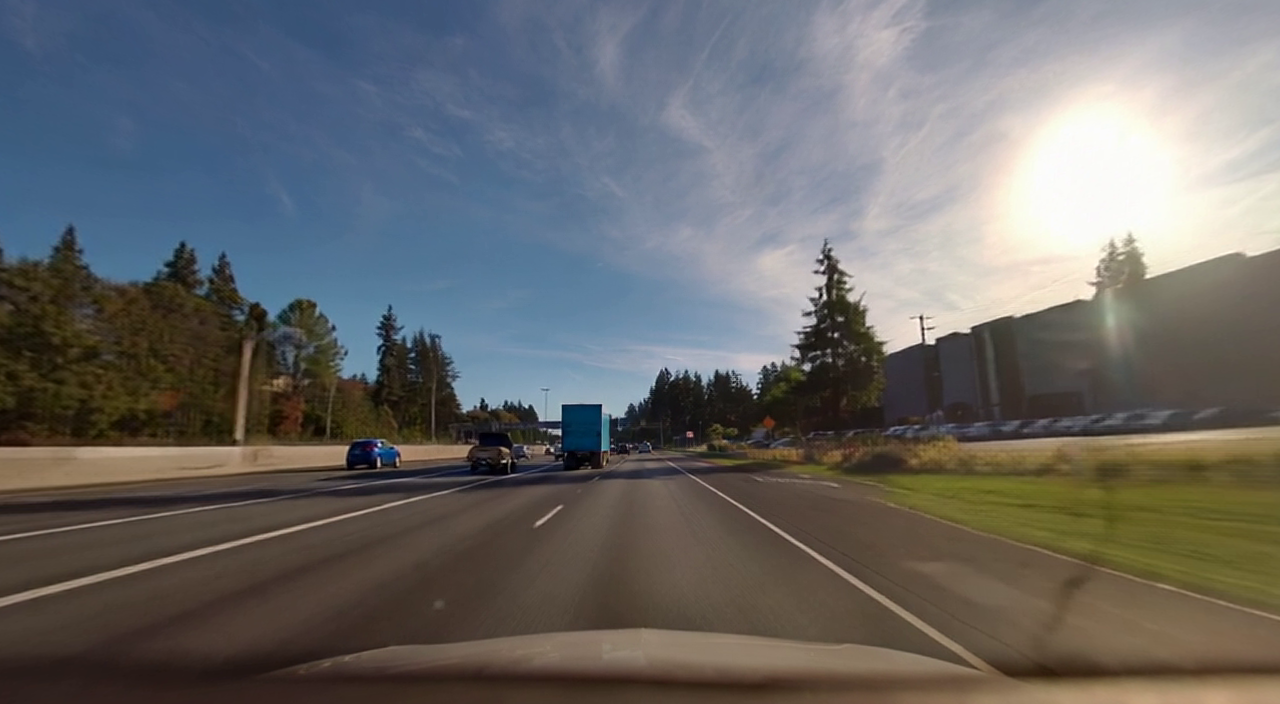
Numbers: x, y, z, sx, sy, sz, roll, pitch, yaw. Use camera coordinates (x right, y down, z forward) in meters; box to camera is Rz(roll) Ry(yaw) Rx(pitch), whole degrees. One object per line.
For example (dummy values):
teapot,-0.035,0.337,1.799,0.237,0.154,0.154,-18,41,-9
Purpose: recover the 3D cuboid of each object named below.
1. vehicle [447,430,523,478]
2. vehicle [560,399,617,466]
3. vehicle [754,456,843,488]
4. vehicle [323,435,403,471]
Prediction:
vehicle,-6.337,4.232,26.408,2.058,1.840,4.443,0,-8,0
vehicle,-3.332,5.820,44.689,2.905,4.037,12.921,0,-8,0
vehicle,5.526,4.237,22.462,2.295,0.969,3.132,0,-8,-1
vehicle,-14.134,5.145,32.453,1.997,1.695,4.492,0,-8,1
